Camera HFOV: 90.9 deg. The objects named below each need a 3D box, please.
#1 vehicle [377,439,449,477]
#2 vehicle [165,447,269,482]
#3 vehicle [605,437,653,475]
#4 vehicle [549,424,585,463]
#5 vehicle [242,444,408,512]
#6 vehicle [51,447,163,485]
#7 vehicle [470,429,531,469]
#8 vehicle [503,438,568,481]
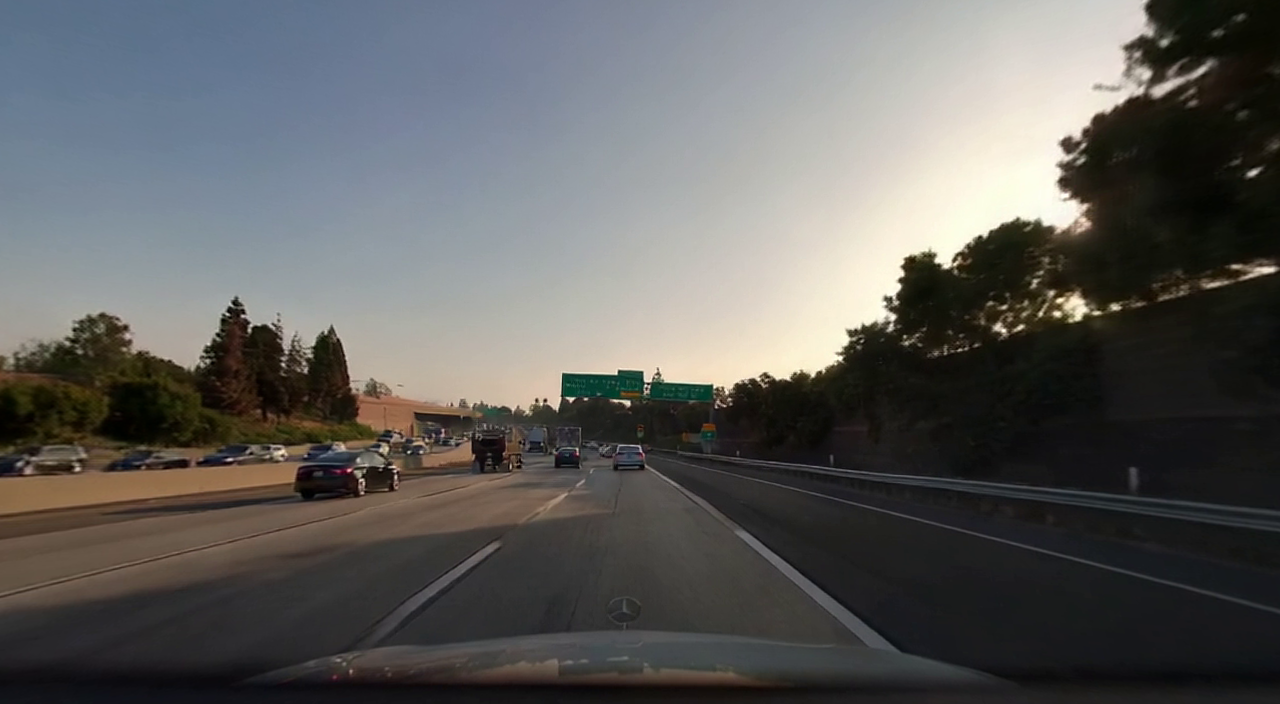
[{"bbox_3d":[-11.847,5.527,33.332,2.079,1.807,5.187,0,-8,-2],"label":"vehicle"},{"bbox_3d":[-20.047,5.326,30.203,1.951,1.471,4.676,0,-8,-3],"label":"vehicle"},{"bbox_3d":[-0.560,4.863,29.680,2.092,1.671,3.772,0,-8,-2],"label":"vehicle"},{"bbox_3d":[-5.365,6.831,46.995,2.279,2.672,5.256,0,-8,-2],"label":"vehicle"},{"bbox_3d":[-7.707,3.080,16.008,1.896,1.465,4.399,0,-8,1],"label":"vehicle"},{"bbox_3d":[-23.501,5.005,28.000,1.801,1.504,3.654,0,-8,-2],"label":"vehicle"},{"bbox_3d":[-8.893,6.277,41.005,2.773,2.402,6.232,0,-8,-3],"label":"vehicle"},{"bbox_3d":[-4.201,4.377,26.015,2.005,1.631,4.295,0,-8,-1],"label":"vehicle"}]
